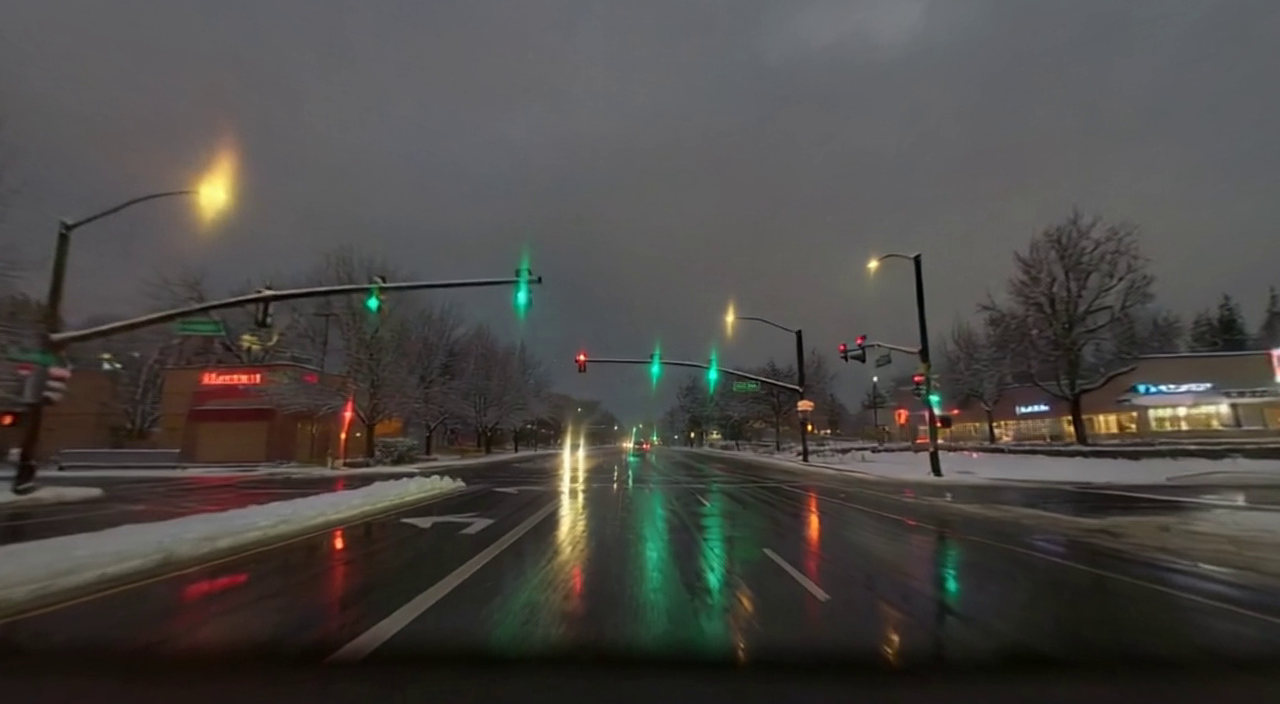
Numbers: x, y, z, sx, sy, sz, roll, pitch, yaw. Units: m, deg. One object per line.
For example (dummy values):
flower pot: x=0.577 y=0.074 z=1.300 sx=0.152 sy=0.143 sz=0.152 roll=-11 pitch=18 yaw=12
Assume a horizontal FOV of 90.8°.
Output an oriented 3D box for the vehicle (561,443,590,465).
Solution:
vehicle: x=-5.027 y=7.963 z=49.526 sx=1.866 sy=1.513 sz=4.458 roll=-1 pitch=-8 yaw=-1
